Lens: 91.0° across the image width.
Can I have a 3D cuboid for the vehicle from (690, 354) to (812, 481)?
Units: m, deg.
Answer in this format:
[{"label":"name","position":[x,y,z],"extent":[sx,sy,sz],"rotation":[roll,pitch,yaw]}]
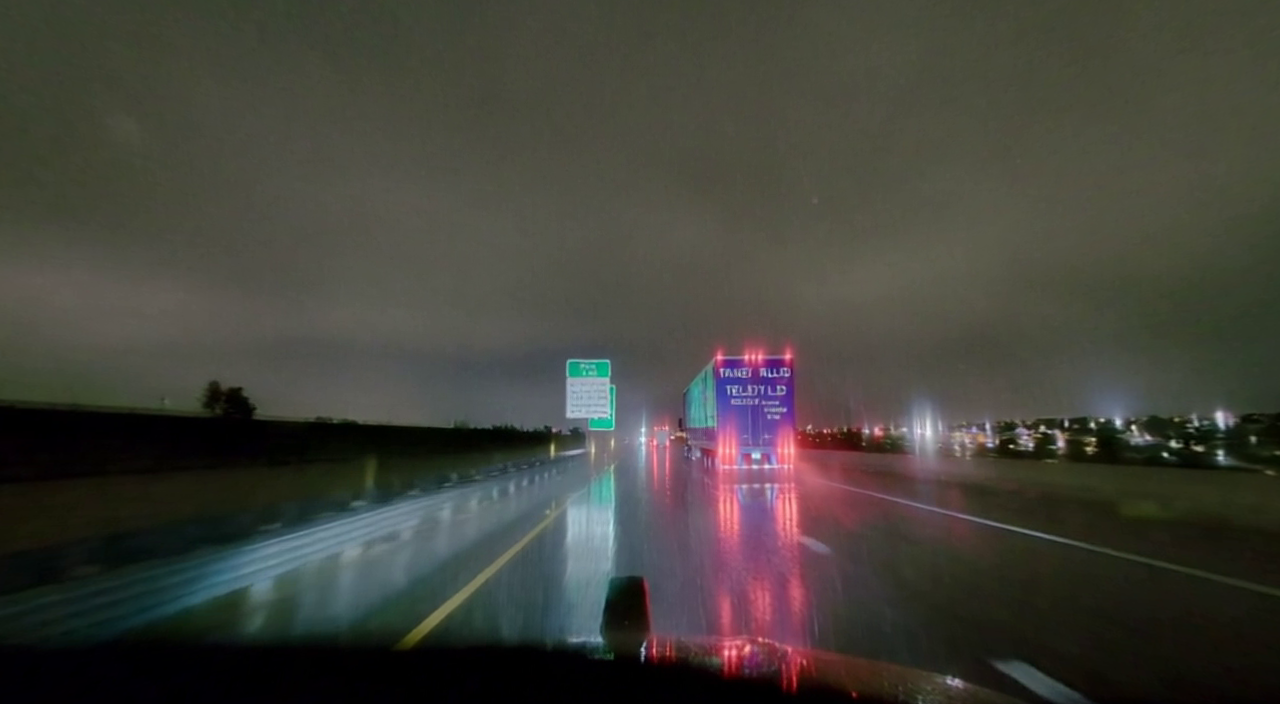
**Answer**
[{"label":"vehicle","position":[4.122,3.099,27.388],"extent":[3.006,4.093,14.142],"rotation":[0,-8,1]}]
